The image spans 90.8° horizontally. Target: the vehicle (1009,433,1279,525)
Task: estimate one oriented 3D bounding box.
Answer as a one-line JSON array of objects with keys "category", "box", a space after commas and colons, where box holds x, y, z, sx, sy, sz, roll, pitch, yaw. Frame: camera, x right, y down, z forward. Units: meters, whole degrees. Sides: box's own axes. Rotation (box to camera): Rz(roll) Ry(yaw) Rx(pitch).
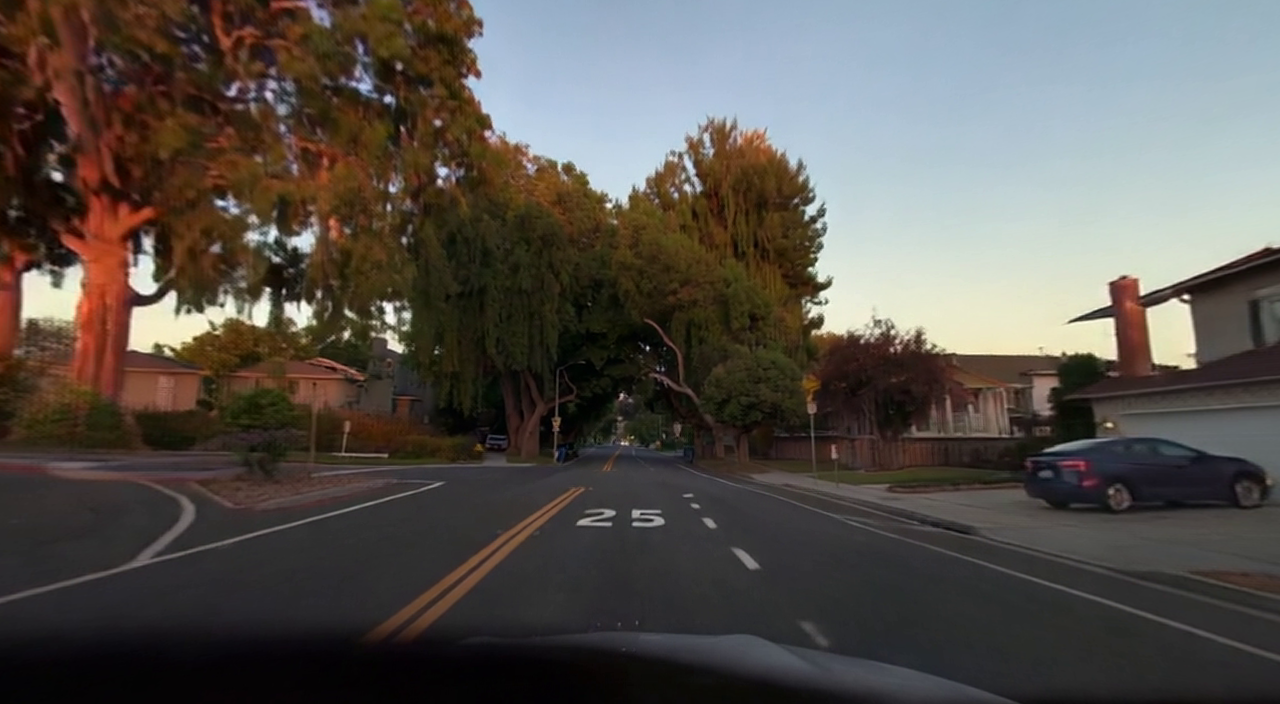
[{"category": "vehicle", "box": [10.811, 2.670, 13.609, 4.453, 1.590, 1.861, -3, -6, 2]}]
